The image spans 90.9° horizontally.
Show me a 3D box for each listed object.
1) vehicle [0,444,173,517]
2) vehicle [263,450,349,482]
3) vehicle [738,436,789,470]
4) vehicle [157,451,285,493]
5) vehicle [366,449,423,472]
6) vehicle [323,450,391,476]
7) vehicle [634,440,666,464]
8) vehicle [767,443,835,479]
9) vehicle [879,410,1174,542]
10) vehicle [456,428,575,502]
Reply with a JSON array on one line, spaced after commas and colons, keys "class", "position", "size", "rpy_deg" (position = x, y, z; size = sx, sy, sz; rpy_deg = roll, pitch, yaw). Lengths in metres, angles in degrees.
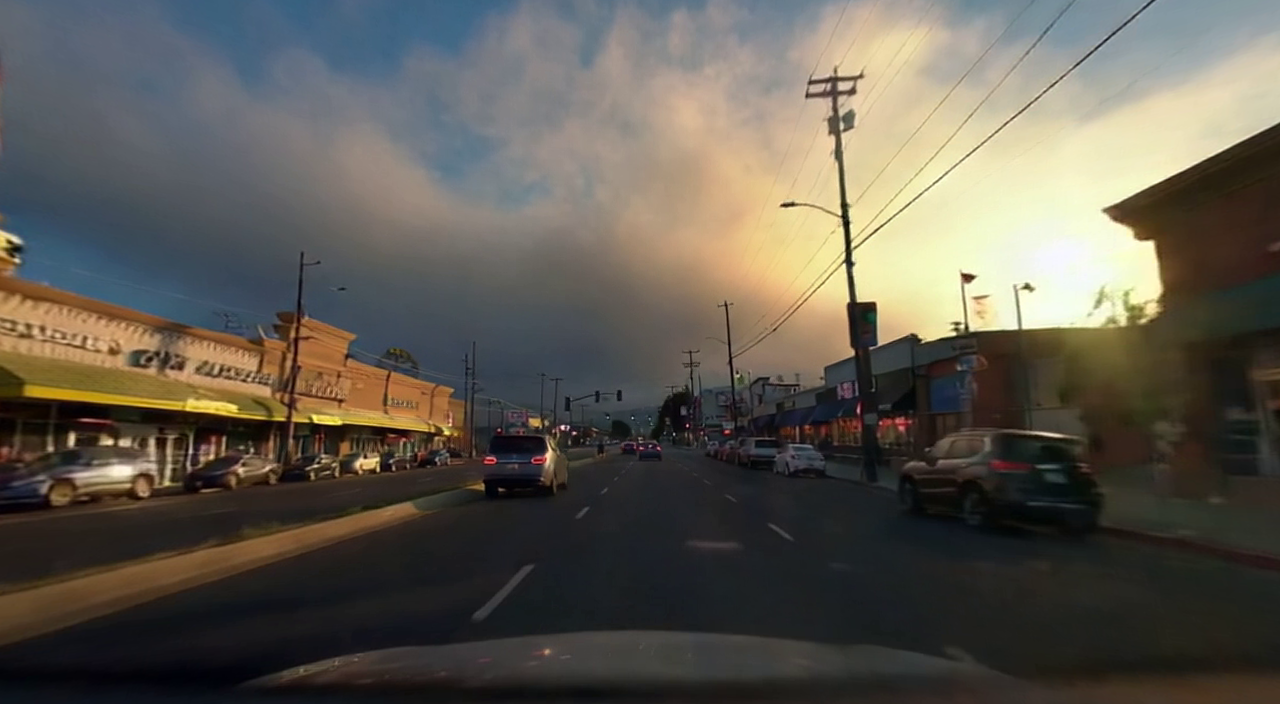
[{"class": "vehicle", "position": [-17.078, 3.756, 19.018], "size": [2.293, 1.736, 4.871], "rpy_deg": [-2, -6, 0]}, {"class": "vehicle", "position": [-17.007, 5.809, 32.362], "size": [1.788, 1.475, 4.737], "rpy_deg": [0, -9, 1]}, {"class": "vehicle", "position": [7.111, 5.869, 36.848], "size": [2.005, 1.858, 5.253], "rpy_deg": [0, -9, 0]}, {"class": "vehicle", "position": [-16.989, 4.845, 25.933], "size": [1.984, 1.494, 4.815], "rpy_deg": [0, -9, 0]}, {"class": "vehicle", "position": [-16.656, 7.354, 43.033], "size": [2.046, 1.458, 4.539], "rpy_deg": [0, -9, 0]}, {"class": "vehicle", "position": [-16.863, 6.612, 37.815], "size": [1.800, 1.470, 4.548], "rpy_deg": [-1, -9, 2]}, {"class": "vehicle", "position": [0.641, 6.613, 41.748], "size": [2.037, 1.484, 4.073], "rpy_deg": [0, -9, 0]}, {"class": "vehicle", "position": [7.048, 4.801, 28.032], "size": [1.871, 1.478, 4.272], "rpy_deg": [0, -9, 0]}, {"class": "vehicle", "position": [6.431, 2.130, 11.491], "size": [2.098, 1.845, 5.117], "rpy_deg": [0, -9, 0]}, {"class": "vehicle", "position": [-3.040, 2.887, 16.487], "size": [2.049, 1.646, 4.445], "rpy_deg": [-1, -9, 2]}]
